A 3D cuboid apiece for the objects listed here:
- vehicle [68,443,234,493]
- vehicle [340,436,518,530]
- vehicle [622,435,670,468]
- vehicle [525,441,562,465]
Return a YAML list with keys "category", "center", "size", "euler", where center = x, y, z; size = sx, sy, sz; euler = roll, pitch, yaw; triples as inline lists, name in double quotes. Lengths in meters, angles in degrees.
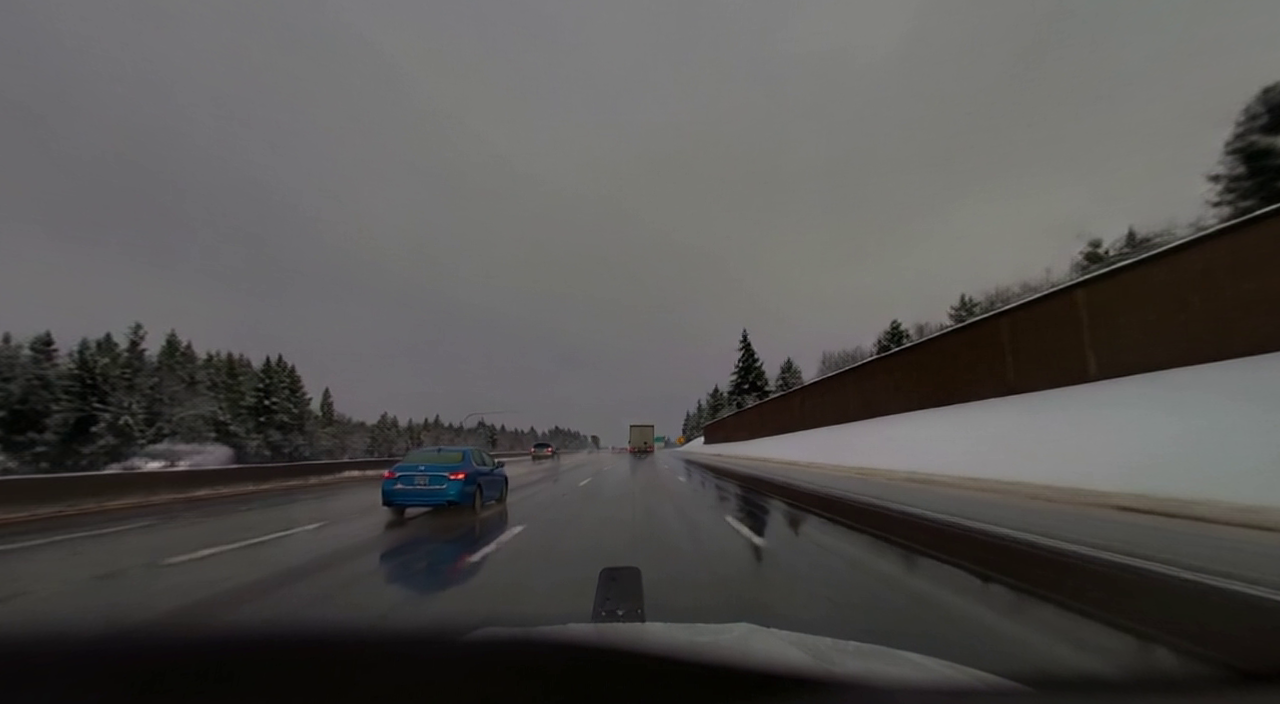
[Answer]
- category: "vehicle"
  center: [-17.247, 4.092, 22.615]
  size: [2.064, 1.581, 4.791]
  euler: [0, -8, 1]
- category: "vehicle"
  center: [-3.842, 2.449, 12.420]
  size: [2.000, 1.512, 4.371]
  euler: [0, -9, 0]
- category: "vehicle"
  center: [0.315, 6.380, 40.566]
  size: [2.856, 1.994, 4.931]
  euler: [0, -8, -1]
- category: "vehicle"
  center: [-7.438, 7.792, 48.865]
  size: [2.068, 1.757, 4.611]
  euler: [0, -8, 1]
